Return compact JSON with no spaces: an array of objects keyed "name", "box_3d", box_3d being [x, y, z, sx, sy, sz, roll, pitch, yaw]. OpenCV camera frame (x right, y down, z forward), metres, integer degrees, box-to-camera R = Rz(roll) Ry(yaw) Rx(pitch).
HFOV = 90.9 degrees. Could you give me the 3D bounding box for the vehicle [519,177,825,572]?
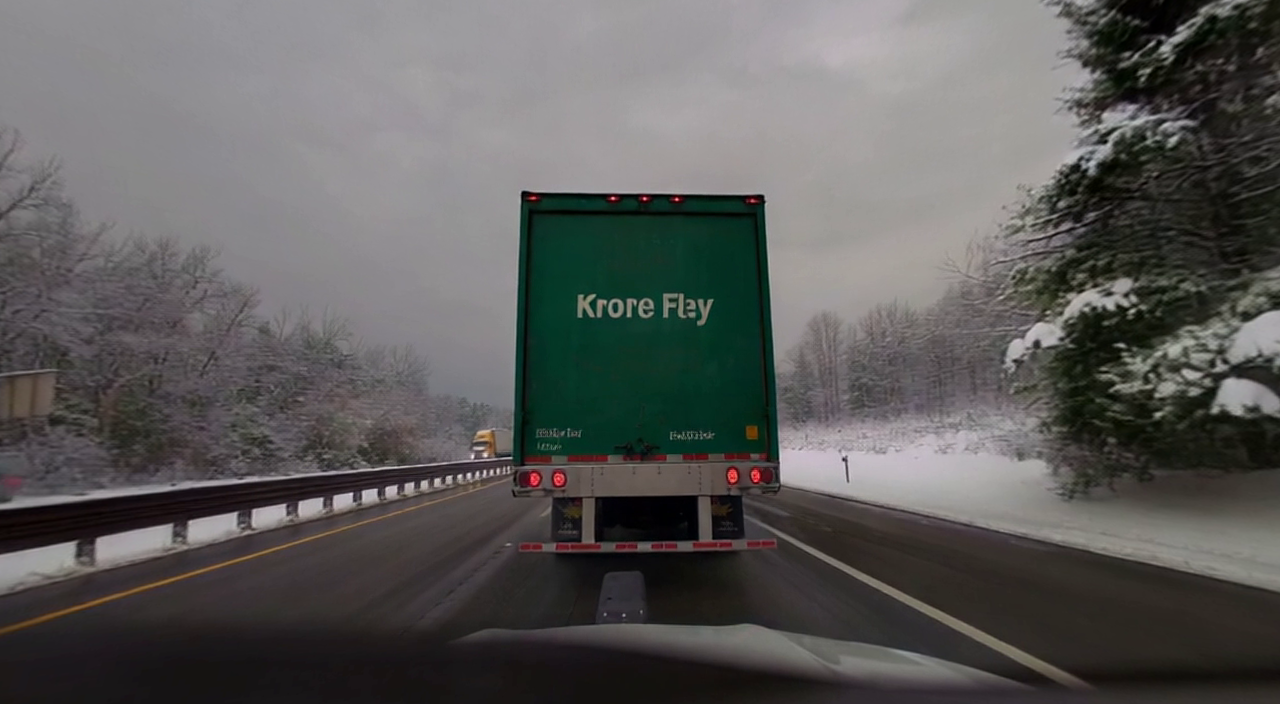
[{"name":"vehicle","box_3d":[0.160,1.282,14.091,3.230,4.377,14.405,0,-9,-1]}]
